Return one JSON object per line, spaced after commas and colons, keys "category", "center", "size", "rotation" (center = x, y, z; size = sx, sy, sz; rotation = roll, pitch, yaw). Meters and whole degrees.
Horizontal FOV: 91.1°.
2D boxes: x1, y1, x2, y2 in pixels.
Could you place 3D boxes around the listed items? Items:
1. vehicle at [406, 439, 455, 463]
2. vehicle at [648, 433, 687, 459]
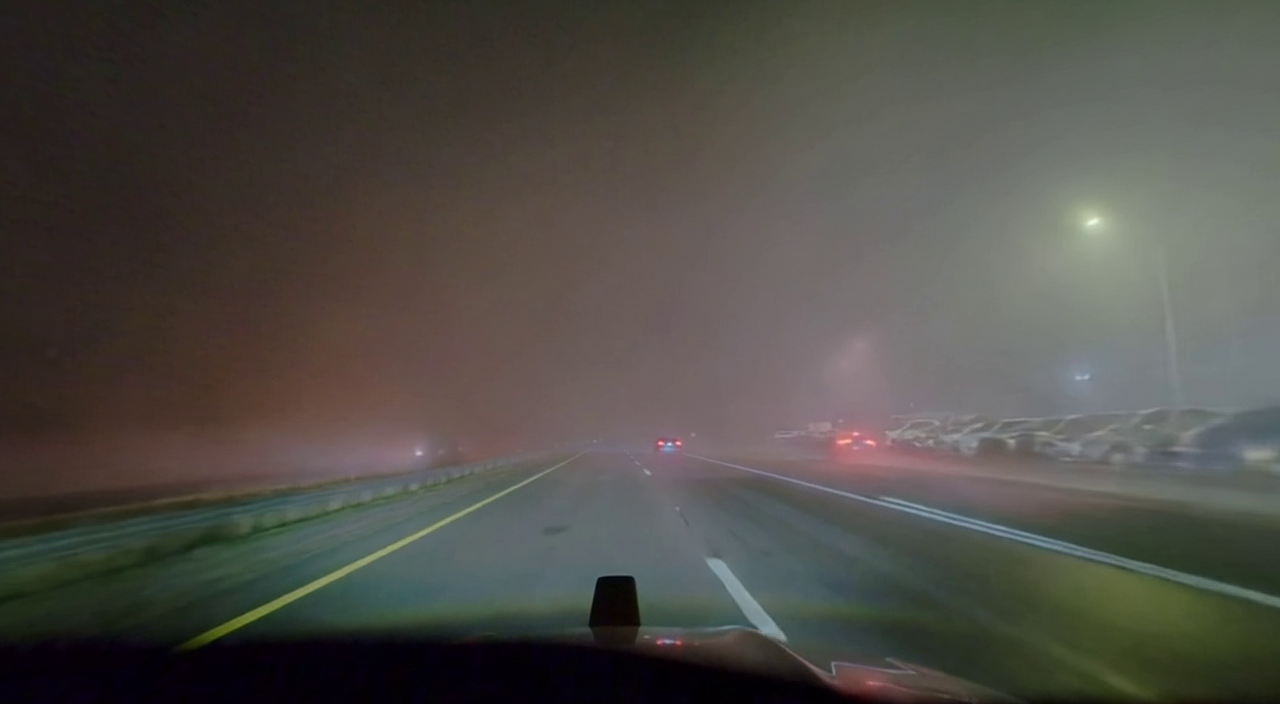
{"category": "vehicle", "center": [-14.652, 6.899, 44.173], "size": [1.944, 1.540, 4.721], "rotation": [0, -8, -2]}
{"category": "vehicle", "center": [1.584, 5.669, 38.101], "size": [2.037, 1.504, 4.248], "rotation": [0, -8, -2]}
